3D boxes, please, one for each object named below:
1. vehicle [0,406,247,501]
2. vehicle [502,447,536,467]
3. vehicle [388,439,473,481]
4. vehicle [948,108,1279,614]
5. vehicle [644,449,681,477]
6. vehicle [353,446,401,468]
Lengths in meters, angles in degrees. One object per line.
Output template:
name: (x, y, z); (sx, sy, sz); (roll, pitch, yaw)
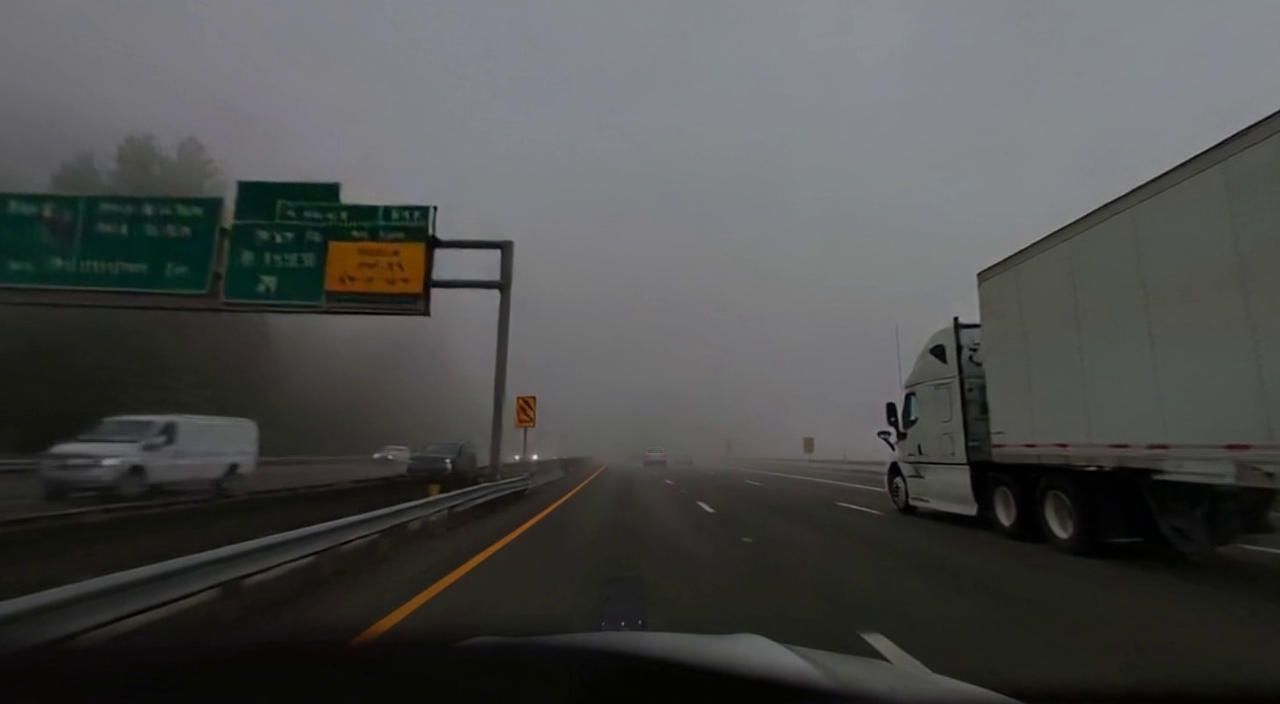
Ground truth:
vehicle: (-12.196, 2.426, 15.191); (2.026, 1.875, 5.341); (0, -9, -1)
vehicle: (-9.224, 8.053, 48.324); (1.789, 1.478, 4.146); (0, -9, -1)
vehicle: (-8.505, 4.428, 26.021); (1.943, 1.521, 4.628); (0, -9, 0)
vehicle: (6.546, -0.181, 3.433); (2.890, 4.006, 14.039); (0, -9, 1)
vehicle: (1.324, 6.728, 38.520); (2.111, 1.599, 3.859); (0, -9, 0)
vehicle: (-19.870, 7.903, 47.739); (1.830, 1.564, 4.271); (0, -9, -1)
